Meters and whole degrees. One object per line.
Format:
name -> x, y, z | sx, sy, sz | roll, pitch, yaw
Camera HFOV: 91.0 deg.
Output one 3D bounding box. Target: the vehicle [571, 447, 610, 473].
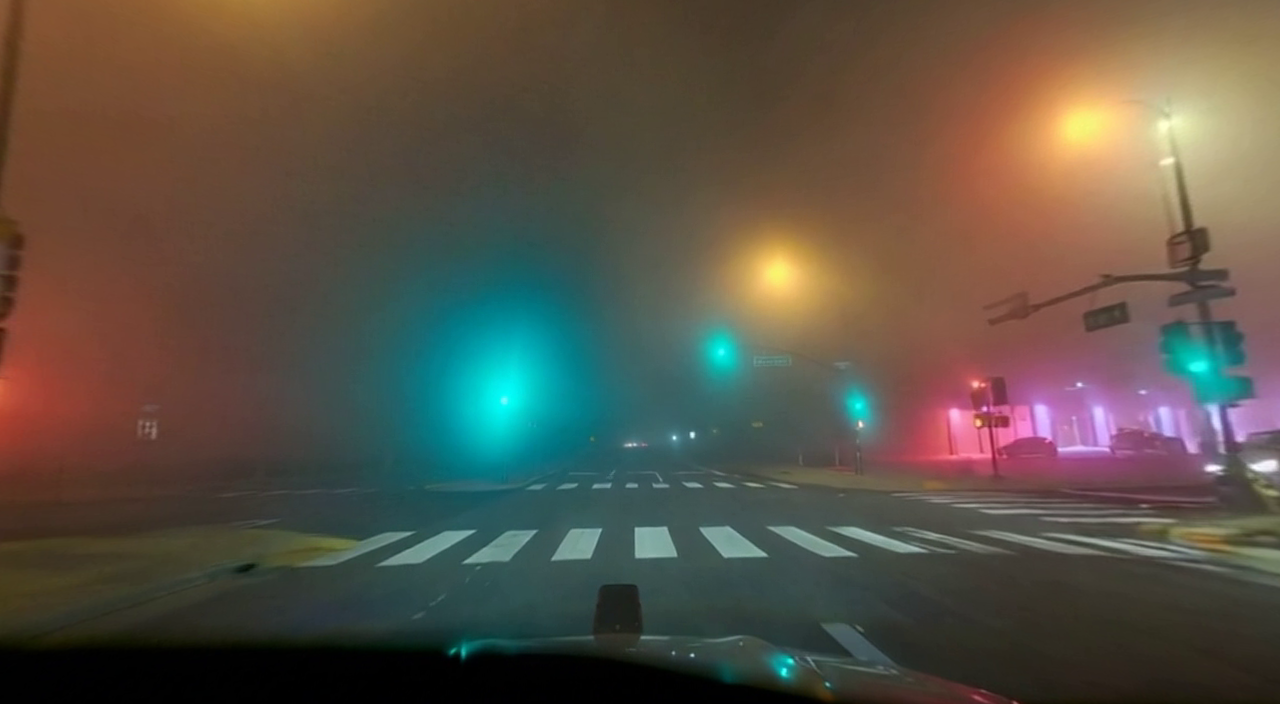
vehicle -> -2.978, 6.600, 38.784 | 2.078, 1.471, 4.217 | 0, -9, 0
